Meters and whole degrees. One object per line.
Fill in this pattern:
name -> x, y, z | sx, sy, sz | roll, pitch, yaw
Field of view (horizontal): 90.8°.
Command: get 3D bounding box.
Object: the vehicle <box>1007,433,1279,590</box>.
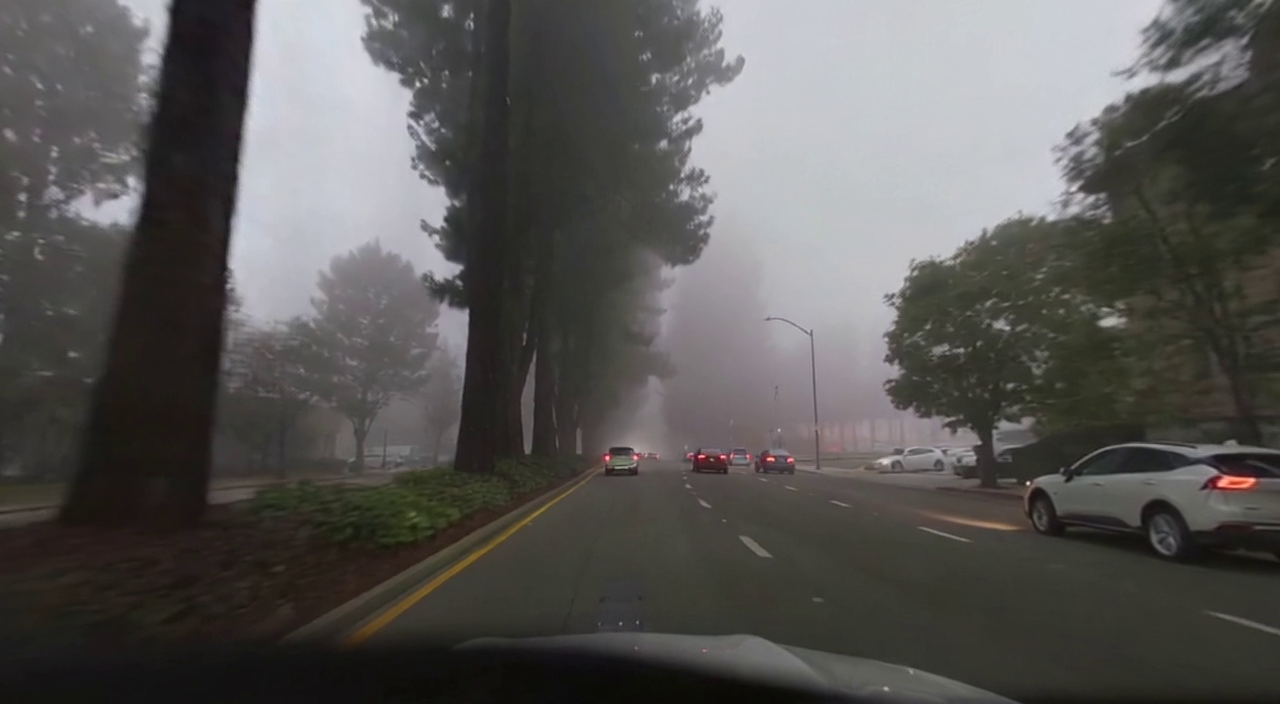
vehicle -> 7.119, 1.849, 8.160 | 1.888, 1.508, 4.646 | 0, -8, -1

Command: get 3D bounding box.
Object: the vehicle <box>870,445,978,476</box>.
vehicle -> 14.252, 5.456, 31.957 | 4.541, 1.487, 1.886 | -1, -9, 4

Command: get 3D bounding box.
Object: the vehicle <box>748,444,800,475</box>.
vehicle -> 7.637, 6.141, 36.367 | 1.945, 1.687, 4.292 | 0, -8, -1

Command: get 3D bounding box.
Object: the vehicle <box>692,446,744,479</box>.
vehicle -> 3.698, 5.320, 30.736 | 2.020, 1.472, 3.958 | 0, -8, 0

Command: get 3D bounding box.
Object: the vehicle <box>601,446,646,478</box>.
vehicle -> -0.777, 5.371, 31.216 | 2.077, 1.477, 3.897 | 0, -8, 0
